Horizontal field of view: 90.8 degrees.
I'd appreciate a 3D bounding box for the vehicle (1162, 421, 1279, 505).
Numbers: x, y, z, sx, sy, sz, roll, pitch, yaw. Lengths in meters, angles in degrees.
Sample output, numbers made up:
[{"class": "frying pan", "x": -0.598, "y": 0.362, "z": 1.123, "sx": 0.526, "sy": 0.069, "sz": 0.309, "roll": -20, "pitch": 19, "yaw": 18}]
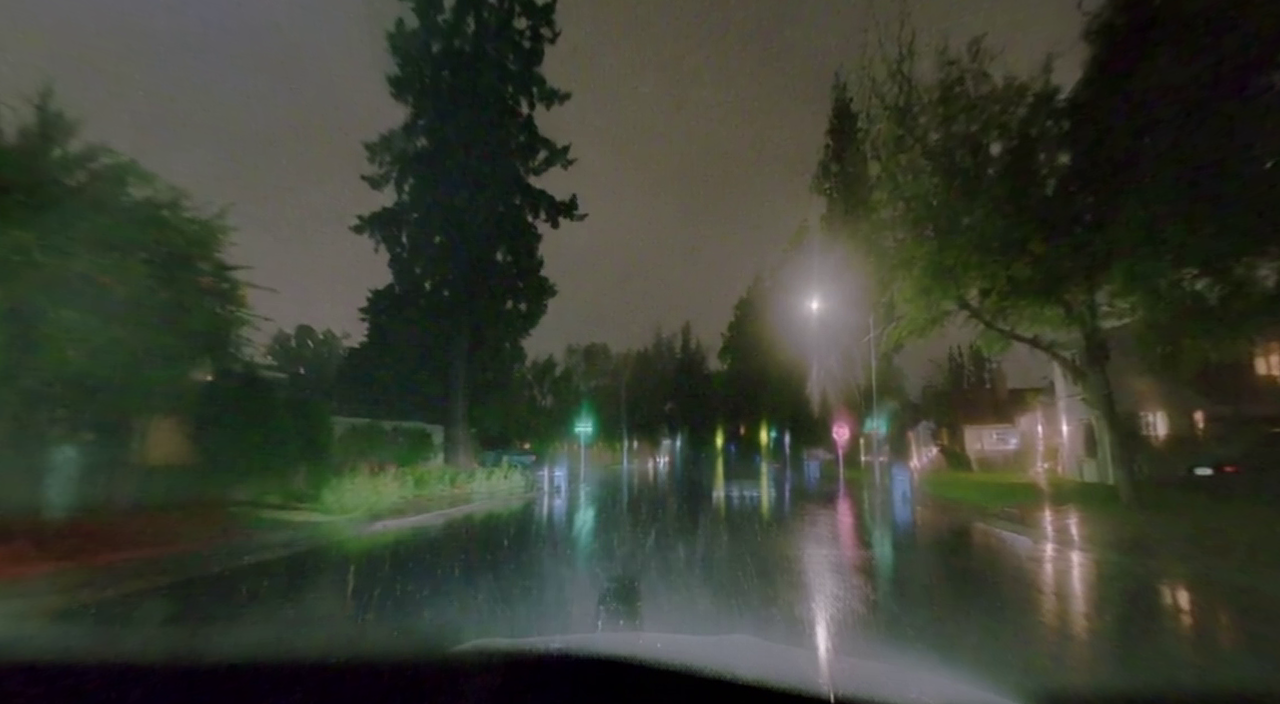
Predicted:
[{"class": "vehicle", "x": 13.823, "y": 2.247, "z": 13.092, "sx": 4.589, "sy": 1.526, "sz": 2.133, "roll": 1, "pitch": -9, "yaw": -13}]
